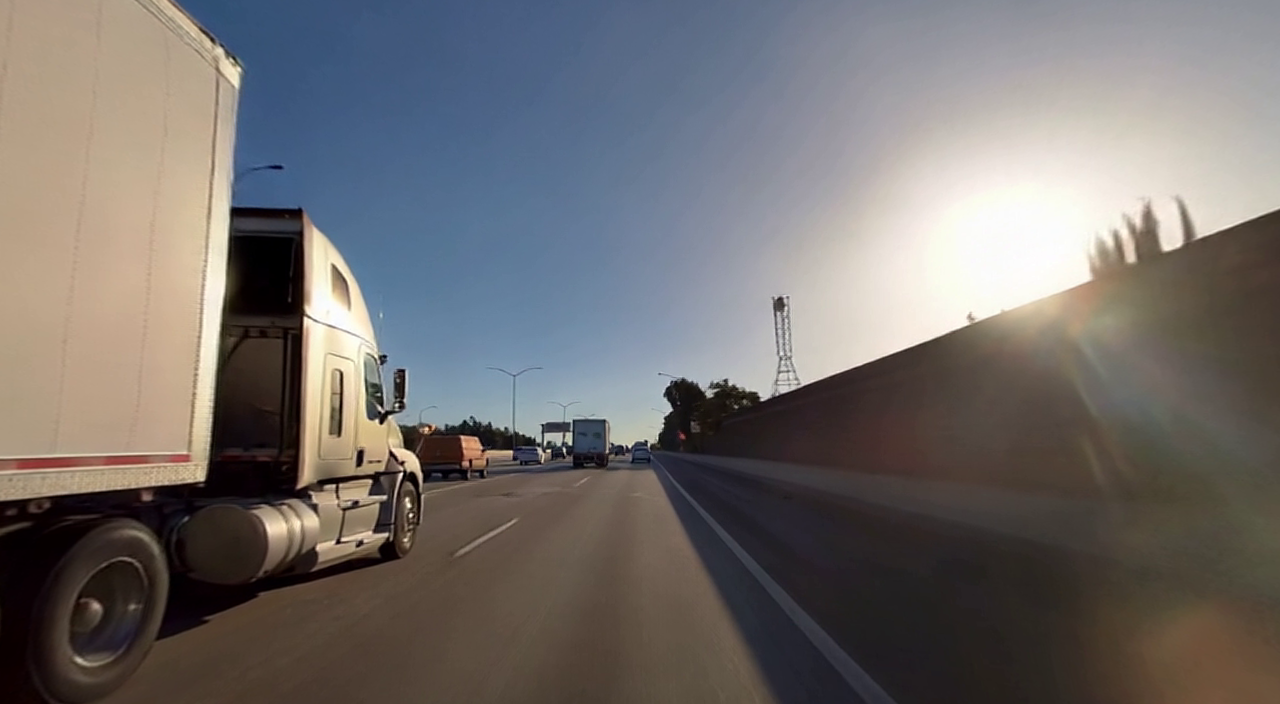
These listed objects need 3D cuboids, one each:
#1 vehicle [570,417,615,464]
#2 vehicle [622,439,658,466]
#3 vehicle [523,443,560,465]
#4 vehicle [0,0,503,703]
[{"bbox_3d":[-3.588,7.061,49.876,2.956,3.331,9.575,0,-8,-1],"label":"vehicle"},{"bbox_3d":[0.003,6.346,39.932,2.178,1.640,4.071,0,-8,0],"label":"vehicle"},{"bbox_3d":[-7.161,7.462,46.166,1.962,1.489,4.002,0,-8,1],"label":"vehicle"},{"bbox_3d":[-3.785,0.524,5.422,3.025,3.266,9.256,0,-8,1],"label":"vehicle"}]
